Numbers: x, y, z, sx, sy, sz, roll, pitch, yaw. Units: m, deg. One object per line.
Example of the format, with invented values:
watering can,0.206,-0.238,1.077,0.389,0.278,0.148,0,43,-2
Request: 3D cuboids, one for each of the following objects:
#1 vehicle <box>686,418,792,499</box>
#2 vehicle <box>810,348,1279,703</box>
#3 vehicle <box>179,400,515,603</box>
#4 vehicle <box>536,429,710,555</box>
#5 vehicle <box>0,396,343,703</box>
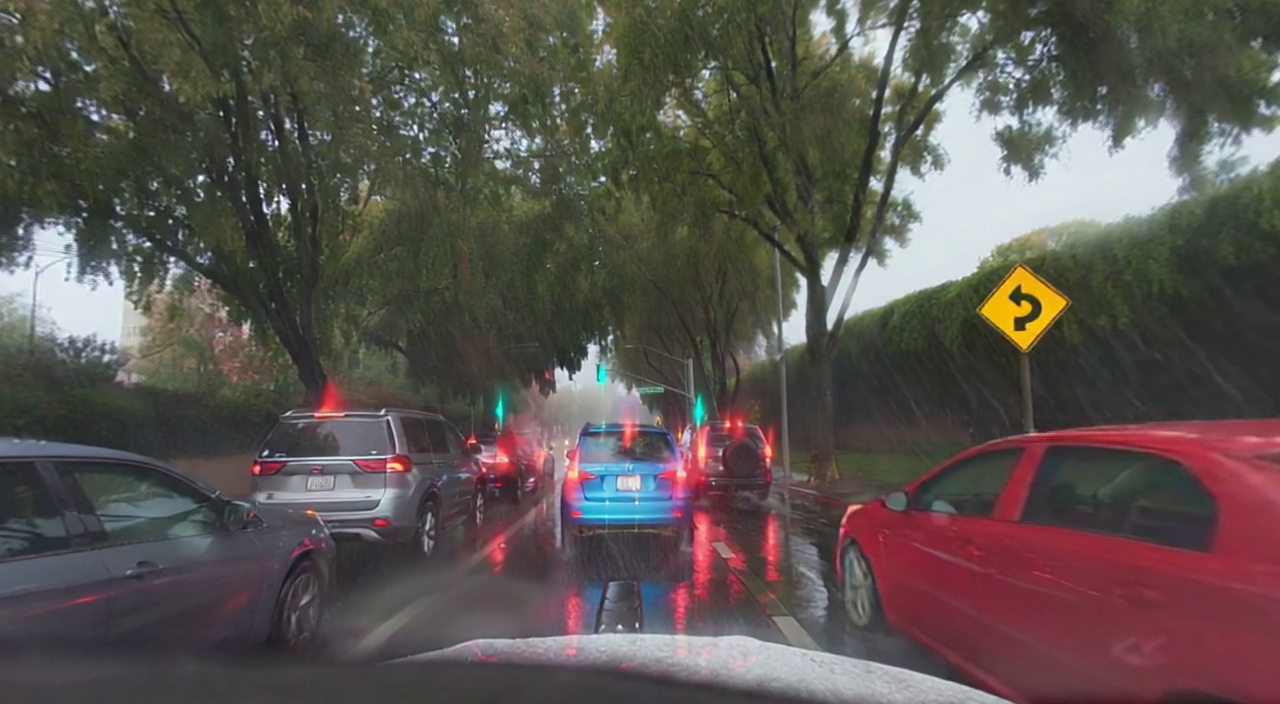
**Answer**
vehicle,2.456,2.805,16.877,2.059,1.864,4.541,0,-8,-1
vehicle,2.526,0.974,2.975,2.116,1.497,4.652,0,-8,0
vehicle,-2.893,1.568,7.446,1.964,1.712,4.097,0,-8,0
vehicle,-0.248,1.922,9.344,2.025,1.453,3.848,0,-8,-2
vehicle,-2.925,0.842,1.617,1.974,1.484,4.716,0,-8,1
